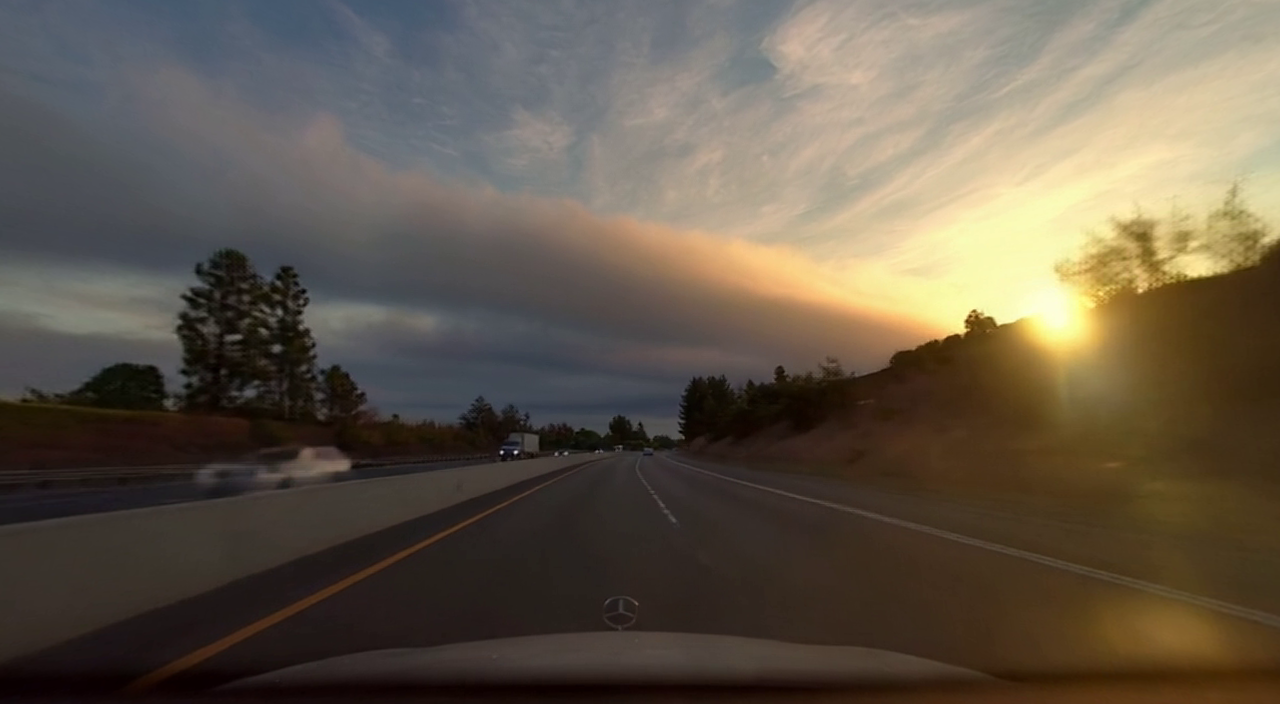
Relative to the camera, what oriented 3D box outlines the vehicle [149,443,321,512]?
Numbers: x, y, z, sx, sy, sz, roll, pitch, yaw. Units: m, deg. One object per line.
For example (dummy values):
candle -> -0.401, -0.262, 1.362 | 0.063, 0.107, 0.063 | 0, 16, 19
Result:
vehicle -> -10.394, 3.215, 16.518 | 1.895, 1.552, 4.010 | 0, -9, -1
